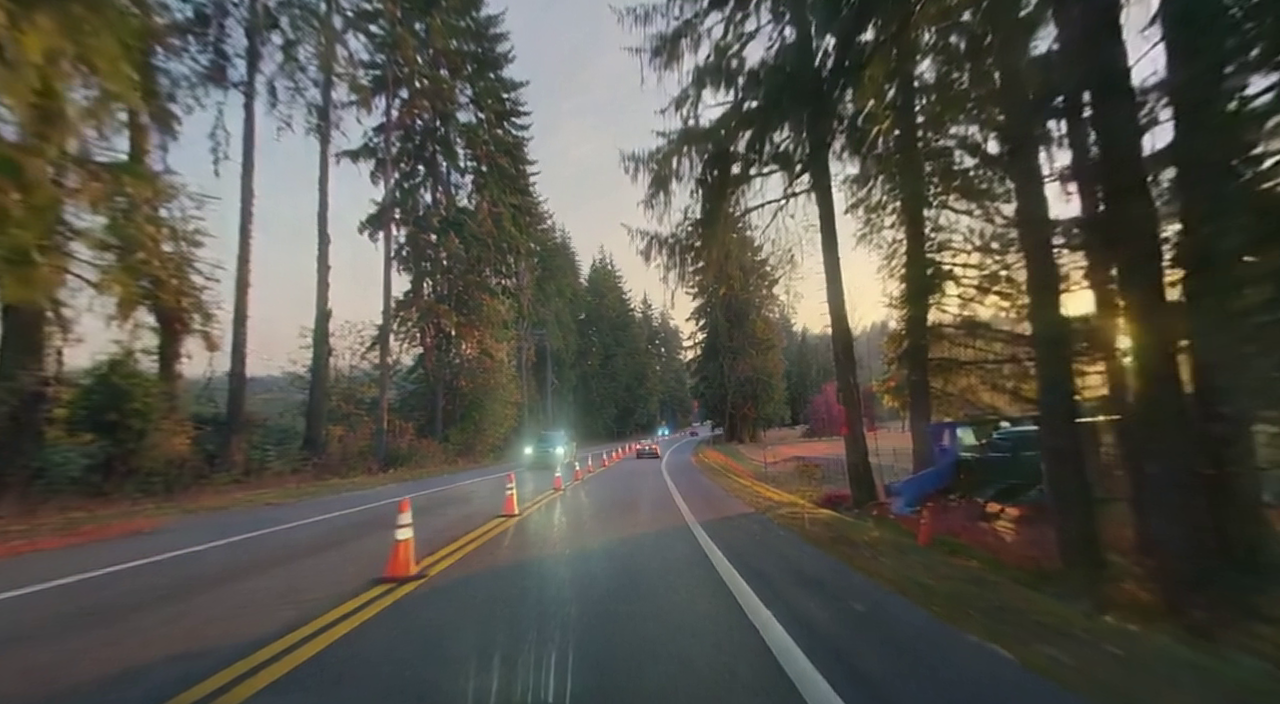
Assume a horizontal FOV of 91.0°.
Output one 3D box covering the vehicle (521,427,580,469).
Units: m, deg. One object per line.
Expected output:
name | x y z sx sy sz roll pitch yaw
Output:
vehicle | -4.343 4.760 31.253 2.079 1.880 4.493 -1 -9 2

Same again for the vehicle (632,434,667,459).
vehicle | 0.640 6.108 40.524 2.042 1.489 3.963 -1 -9 3
